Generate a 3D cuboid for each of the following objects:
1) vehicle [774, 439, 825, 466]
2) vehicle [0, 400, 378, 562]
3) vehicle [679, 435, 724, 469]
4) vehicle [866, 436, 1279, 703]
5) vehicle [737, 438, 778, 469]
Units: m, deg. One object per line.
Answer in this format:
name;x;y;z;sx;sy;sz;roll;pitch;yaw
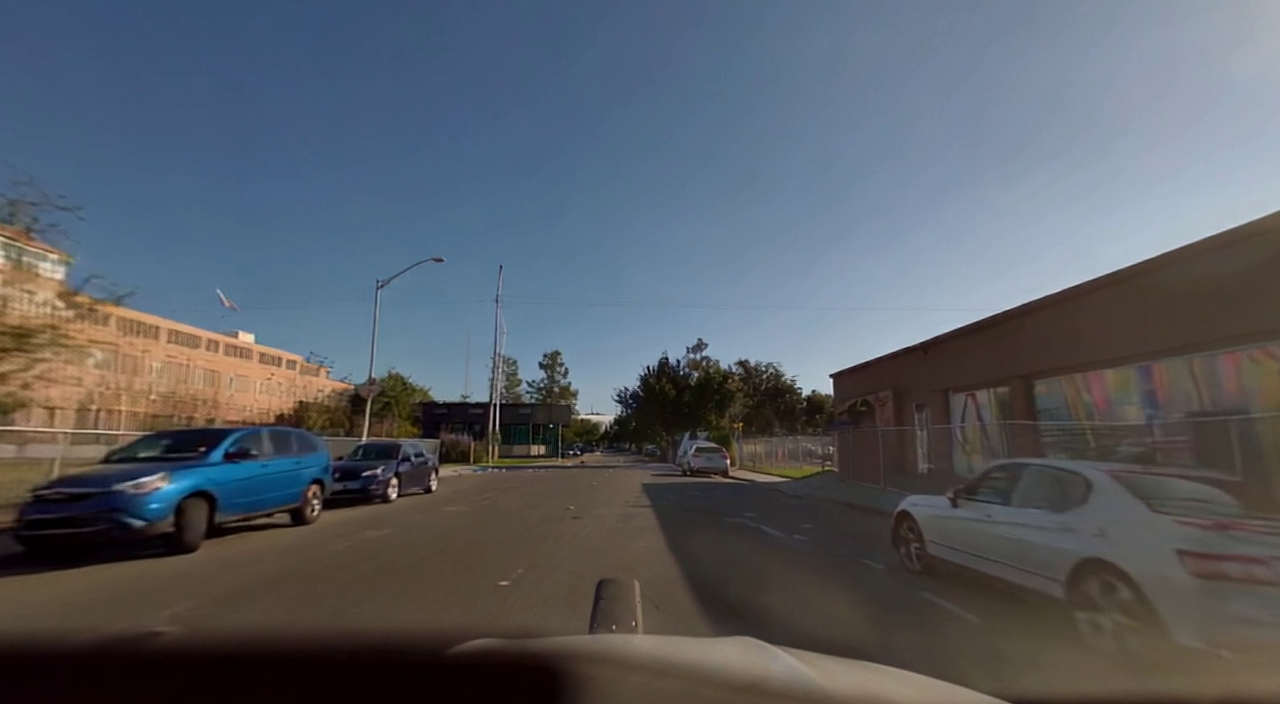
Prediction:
vehicle;10.124;6.378;40.347;1.980;1.606;4.097;1;-8;-4
vehicle;-6.845;1.982;10.587;2.504;1.919;5.658;-1;-8;0
vehicle;3.646;6.058;38.496;2.158;1.900;5.376;0;-8;-1
vehicle;3.989;1.543;5.726;2.050;1.475;4.613;2;-7;-2
vehicle;7.365;6.449;39.882;1.911;1.685;3.764;3;-12;0
